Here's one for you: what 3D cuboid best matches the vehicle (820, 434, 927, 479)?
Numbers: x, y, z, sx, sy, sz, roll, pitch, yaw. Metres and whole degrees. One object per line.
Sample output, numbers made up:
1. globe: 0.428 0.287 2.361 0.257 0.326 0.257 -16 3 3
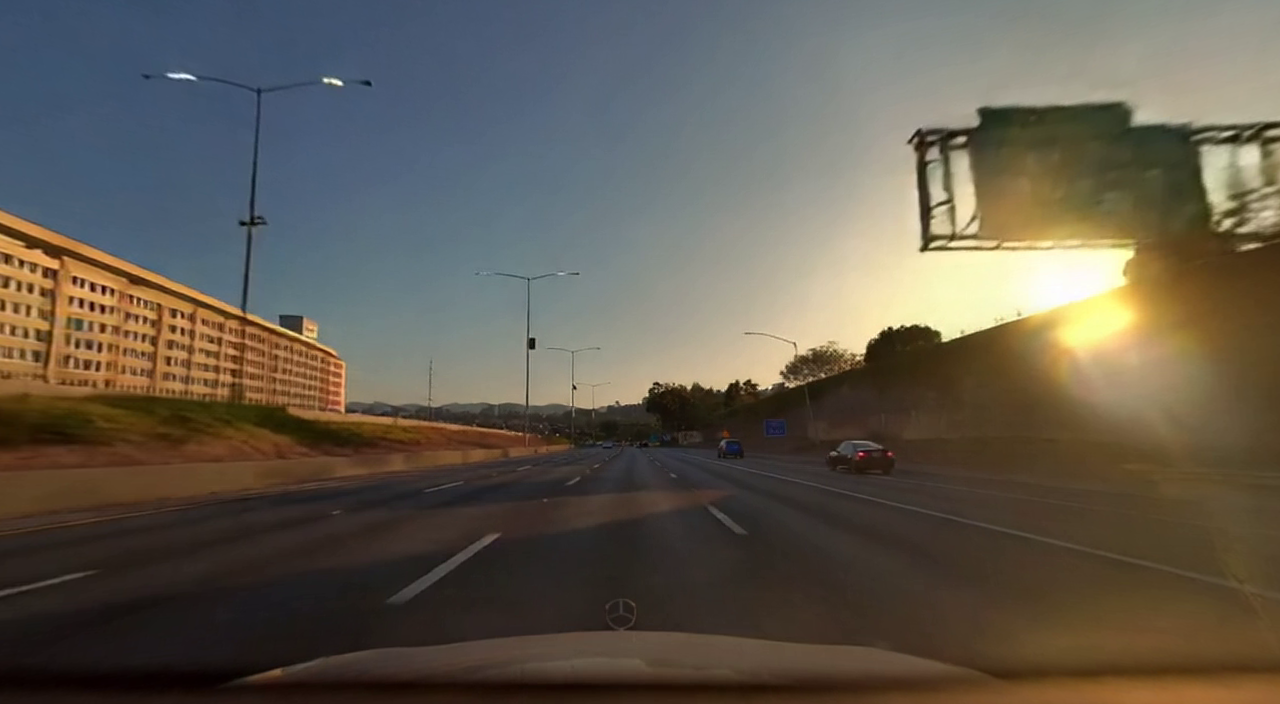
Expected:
1. vehicle: 9.383 4.235 25.977 2.165 1.636 5.175 0 -8 -3
